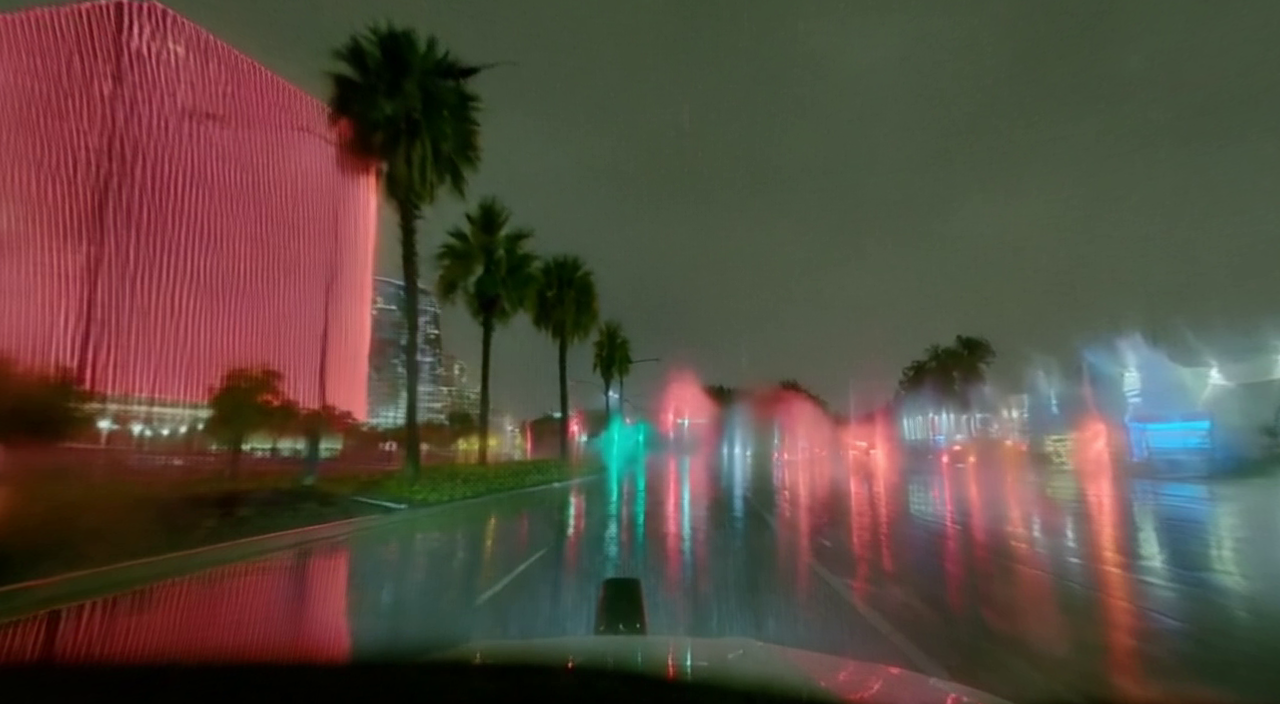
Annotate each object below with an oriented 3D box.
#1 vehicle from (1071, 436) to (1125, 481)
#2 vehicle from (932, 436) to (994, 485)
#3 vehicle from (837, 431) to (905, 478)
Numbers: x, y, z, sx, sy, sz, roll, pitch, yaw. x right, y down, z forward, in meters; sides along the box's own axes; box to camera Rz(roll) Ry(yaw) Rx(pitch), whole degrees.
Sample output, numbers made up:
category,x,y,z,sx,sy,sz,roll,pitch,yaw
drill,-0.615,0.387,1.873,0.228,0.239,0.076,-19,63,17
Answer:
category,x,y,z,sx,sy,sz,roll,pitch,yaw
vehicle,33.817,7.929,46.497,2.645,2.817,3.475,-11,-19,37
vehicle,16.045,5.395,31.408,2.219,2.342,1.744,-1,-10,10
vehicle,11.628,5.141,31.878,1.813,2.150,3.038,2,-7,-13
